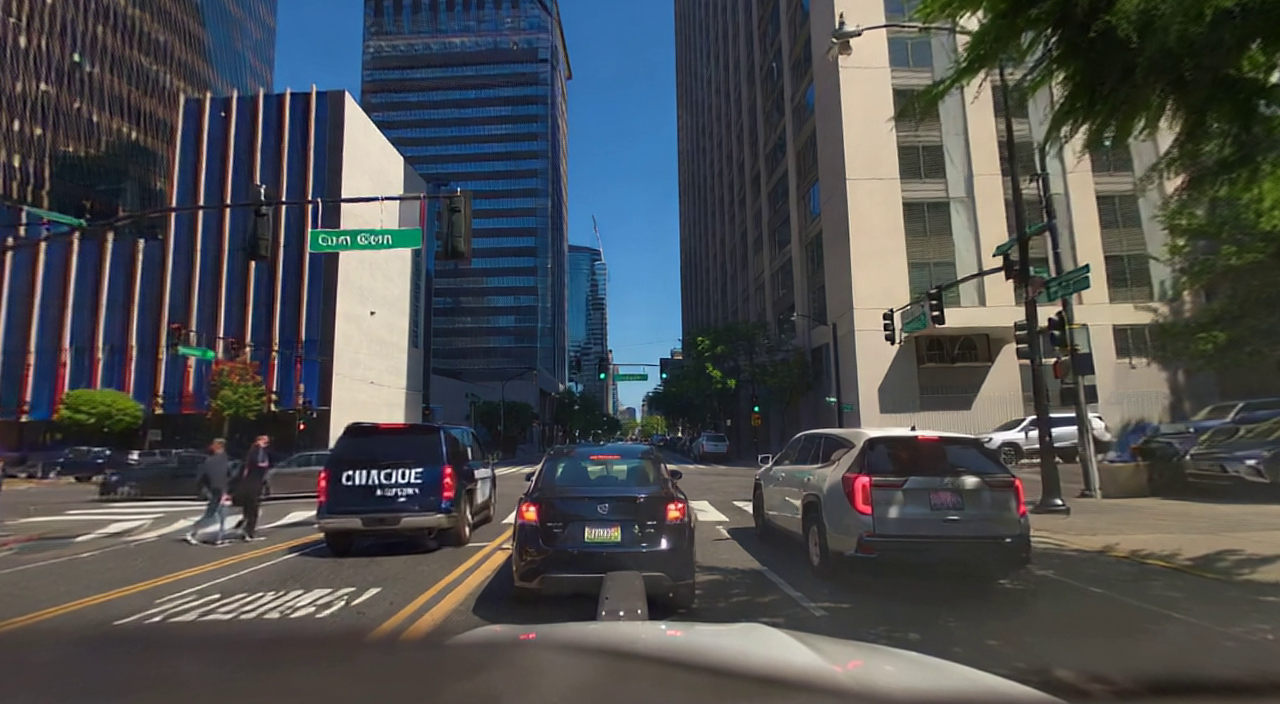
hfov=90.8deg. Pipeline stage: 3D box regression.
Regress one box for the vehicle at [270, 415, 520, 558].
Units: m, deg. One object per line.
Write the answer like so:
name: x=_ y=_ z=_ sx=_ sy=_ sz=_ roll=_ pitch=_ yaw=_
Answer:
vehicle: x=-3.692 y=2.138 z=10.916 sx=2.190 sy=1.840 sz=5.272 roll=0 pitch=-8 yaw=0

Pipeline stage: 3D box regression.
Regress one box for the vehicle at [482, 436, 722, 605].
vehicle: x=-0.356 y=1.784 z=7.650 sx=2.092 sy=1.454 sz=4.132 roll=0 pitch=-8 yaw=-1

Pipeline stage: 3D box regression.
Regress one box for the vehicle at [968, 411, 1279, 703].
vehicle: x=2.736 y=0.804 z=1.115 sx=1.902 sy=1.454 sz=4.540 roll=0 pitch=-8 yaw=0

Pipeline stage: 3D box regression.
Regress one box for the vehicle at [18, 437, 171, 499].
vehicle: x=-30.877 y=6.522 z=35.941 sx=5.896 sy=3.276 sz=2.809 roll=1 pitch=-8 yaw=1

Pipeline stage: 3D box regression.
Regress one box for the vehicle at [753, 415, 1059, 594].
vehicle: x=3.038 y=1.846 z=8.626 sx=2.072 sy=1.735 sz=4.759 roll=0 pitch=-8 yaw=0

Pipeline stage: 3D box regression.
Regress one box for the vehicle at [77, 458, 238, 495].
vehicle: x=-20.273 y=5.241 z=26.703 sx=5.153 sy=1.449 sz=1.966 roll=0 pitch=-8 yaw=0
